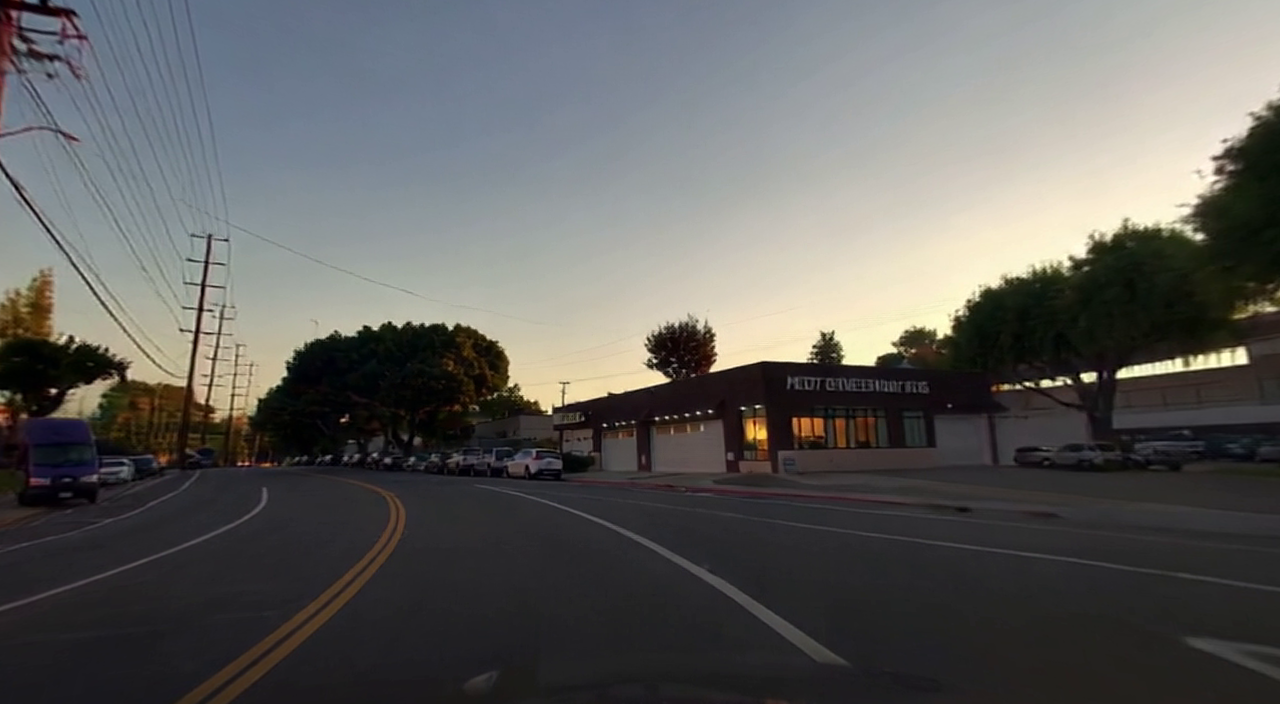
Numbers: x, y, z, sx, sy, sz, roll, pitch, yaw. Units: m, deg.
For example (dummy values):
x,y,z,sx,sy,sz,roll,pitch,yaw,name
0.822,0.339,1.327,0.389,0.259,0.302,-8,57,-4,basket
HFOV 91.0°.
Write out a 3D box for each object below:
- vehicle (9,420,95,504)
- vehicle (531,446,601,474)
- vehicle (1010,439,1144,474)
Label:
x,y,z,sx,sy,sz,roll,pitch,yaw,name
-21.285,3.933,22.906,1.716,2.808,3.001,6,-10,-36,vehicle
-4.289,6.394,37.428,2.074,1.526,4.853,-4,-9,21,vehicle
19.463,4.668,28.211,4.454,1.504,1.970,-1,-9,1,vehicle
